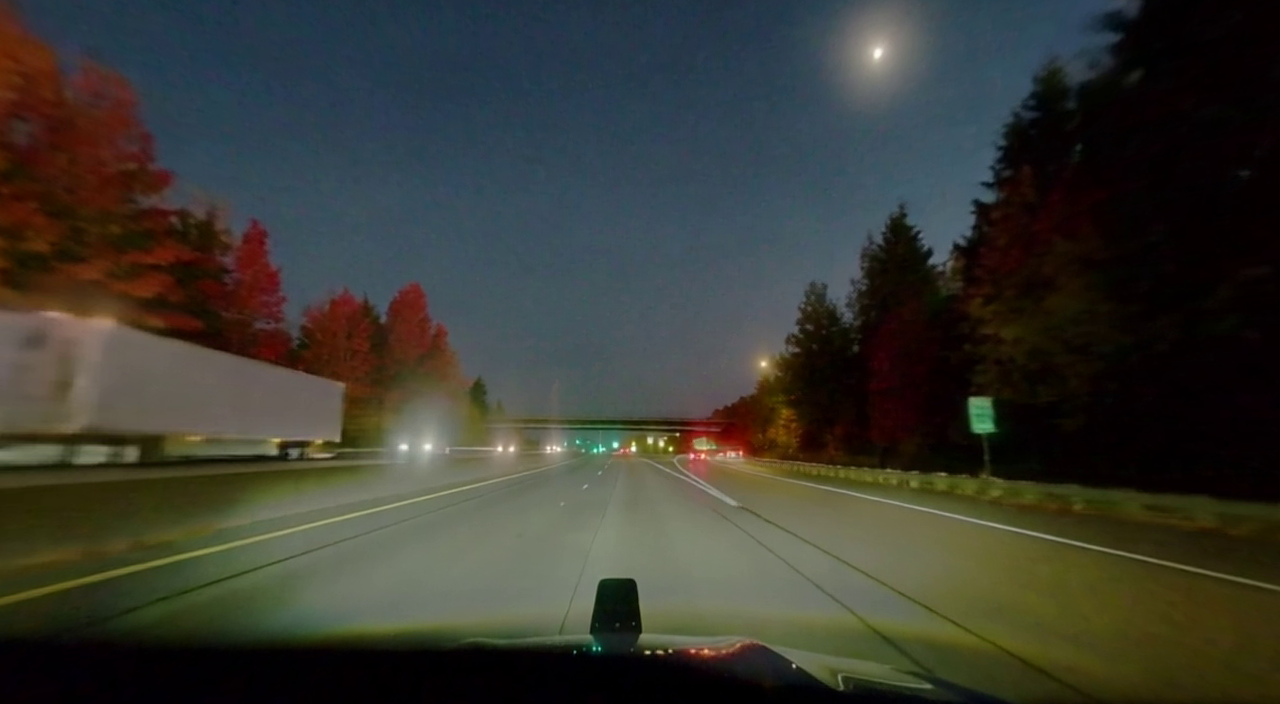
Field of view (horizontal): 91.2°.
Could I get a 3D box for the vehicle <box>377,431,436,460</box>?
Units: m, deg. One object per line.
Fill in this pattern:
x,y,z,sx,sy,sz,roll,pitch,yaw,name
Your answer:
-13.272,5.368,35.880,1.834,1.496,4.289,0,-9,-1,vehicle

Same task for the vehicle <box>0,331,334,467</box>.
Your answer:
-17.239,2.445,25.370,2.893,3.991,14.139,0,-9,-1,vehicle
